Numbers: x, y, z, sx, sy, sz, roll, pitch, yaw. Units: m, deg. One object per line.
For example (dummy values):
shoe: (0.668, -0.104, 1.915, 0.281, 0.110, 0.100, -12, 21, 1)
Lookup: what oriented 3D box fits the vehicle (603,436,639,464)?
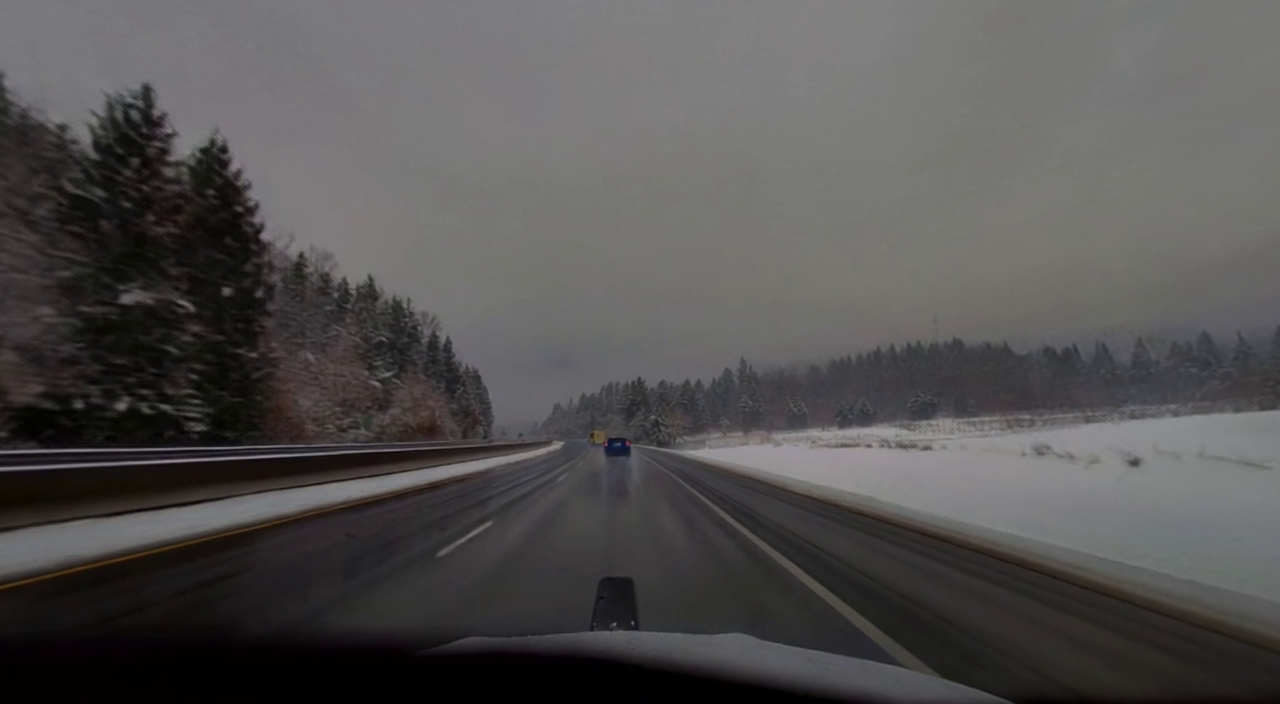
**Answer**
vehicle: (-1.111, 5.678, 36.706, 2.004, 1.515, 3.968, 0, -8, -1)
